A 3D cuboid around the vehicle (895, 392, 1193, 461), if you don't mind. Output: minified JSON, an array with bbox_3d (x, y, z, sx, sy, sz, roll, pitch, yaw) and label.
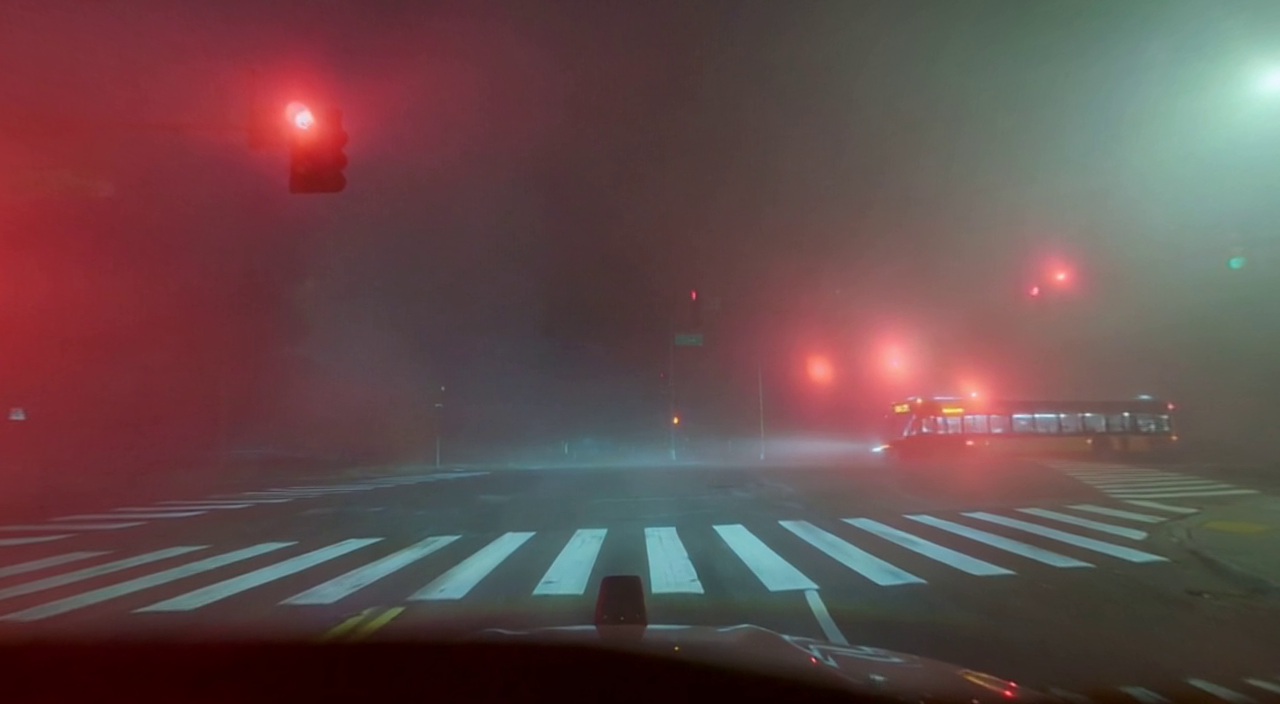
[{"bbox_3d":[19.977,3.804,31.636,12.822,3.296,3.033,0,-9,-1],"label":"vehicle"}]

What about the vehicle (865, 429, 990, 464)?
[{"bbox_3d":[12.505,4.131,27.511,4.538,1.461,1.805,0,-9,-1],"label":"vehicle"}]
